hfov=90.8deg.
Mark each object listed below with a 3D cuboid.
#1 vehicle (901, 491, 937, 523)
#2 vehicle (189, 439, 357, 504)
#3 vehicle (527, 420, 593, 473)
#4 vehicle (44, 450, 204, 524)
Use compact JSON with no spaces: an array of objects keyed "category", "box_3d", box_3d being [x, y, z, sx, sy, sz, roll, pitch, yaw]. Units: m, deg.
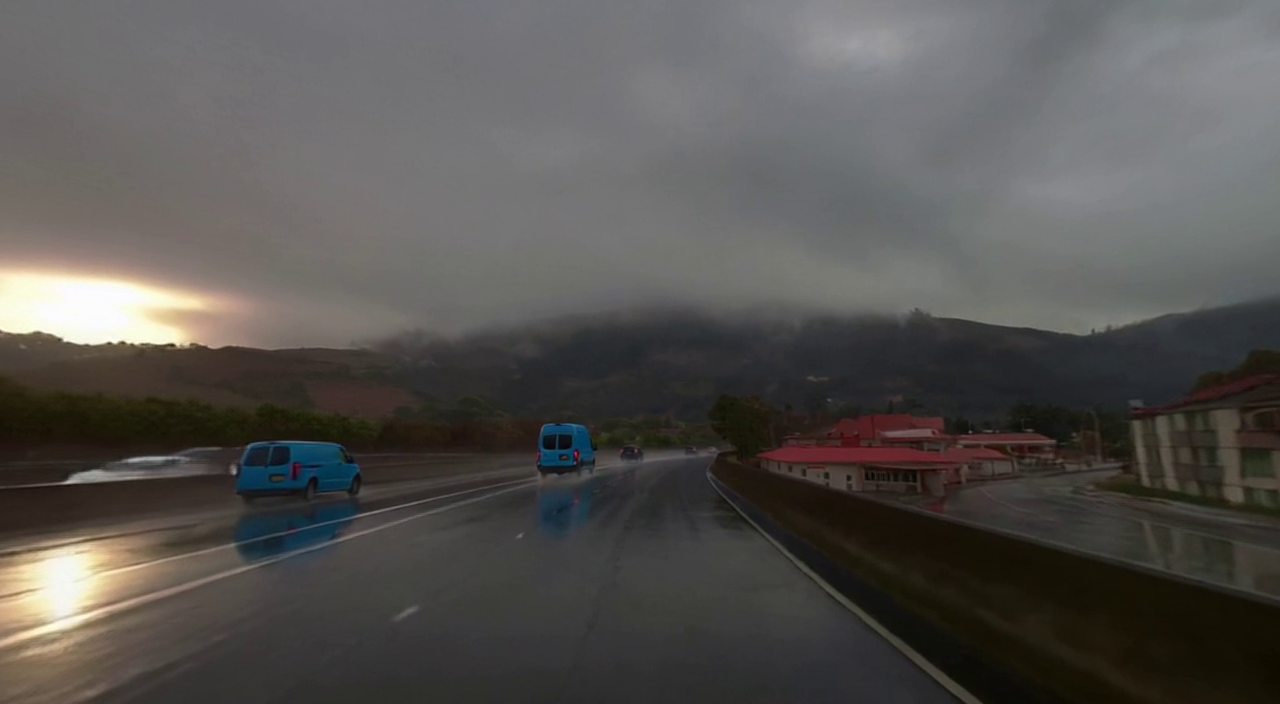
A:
[{"category":"vehicle","box_3d":[21.427,11.905,48.654,1.887,1.776,4.198,-2,-6,16]},{"category":"vehicle","box_3d":[-9.713,3.176,17.216,1.821,1.524,4.342,-1,-9,3]},{"category":"vehicle","box_3d":[-4.455,5.438,36.370,2.314,2.703,6.441,-1,-9,6]},{"category":"vehicle","box_3d":[-26.986,6.963,33.505,2.927,3.464,5.910,-1,-9,7]}]
